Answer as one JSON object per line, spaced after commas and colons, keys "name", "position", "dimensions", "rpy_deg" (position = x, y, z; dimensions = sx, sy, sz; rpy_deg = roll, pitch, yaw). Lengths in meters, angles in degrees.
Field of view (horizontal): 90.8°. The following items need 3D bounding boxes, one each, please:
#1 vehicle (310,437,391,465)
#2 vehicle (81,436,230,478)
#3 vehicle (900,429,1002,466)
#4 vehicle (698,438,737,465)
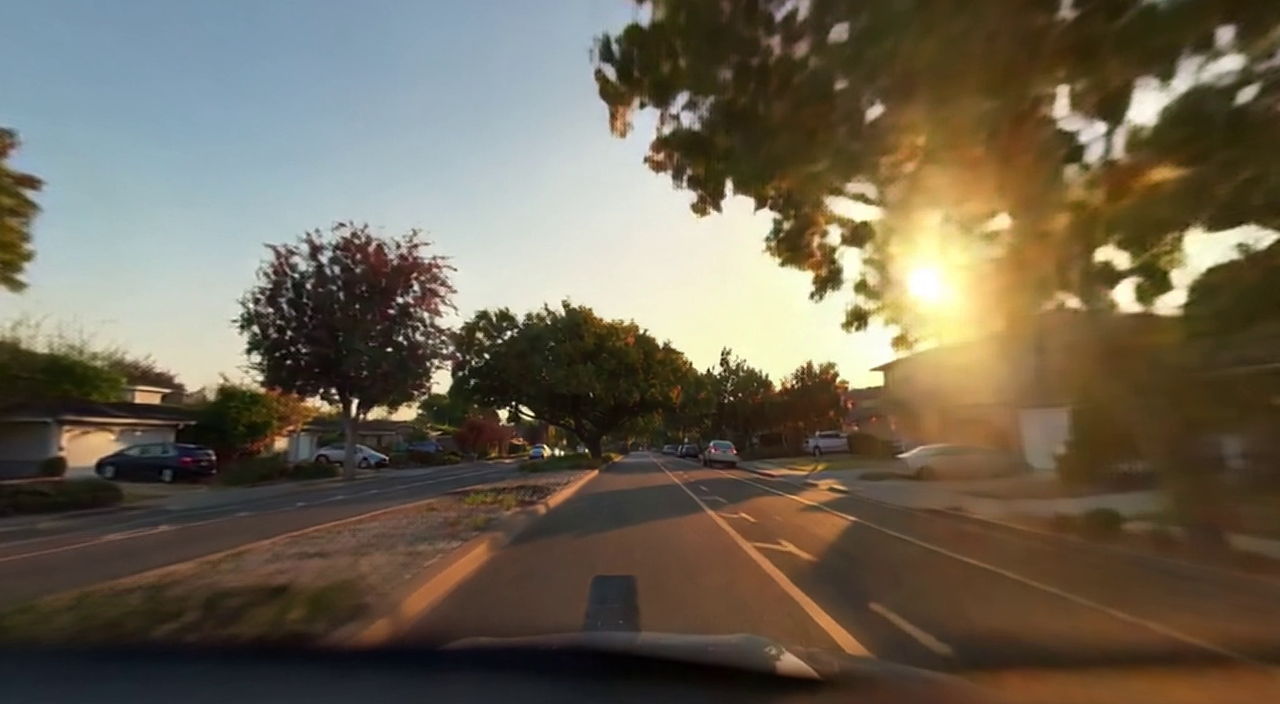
{"name": "vehicle", "position": [-20.358, 6.992, 44.560], "dimensions": [4.564, 1.895, 2.221], "rpy_deg": [-1, -8, 6]}
{"name": "vehicle", "position": [-21.944, 4.773, 28.813], "dimensions": [4.889, 1.822, 2.159], "rpy_deg": [0, -8, -2]}
{"name": "vehicle", "position": [15.445, 4.756, 31.538], "dimensions": [4.010, 1.751, 1.922], "rpy_deg": [-1, -8, 3]}
{"name": "vehicle", "position": [5.127, 6.671, 42.412], "dimensions": [2.001, 1.693, 4.311], "rpy_deg": [0, -8, -1]}
